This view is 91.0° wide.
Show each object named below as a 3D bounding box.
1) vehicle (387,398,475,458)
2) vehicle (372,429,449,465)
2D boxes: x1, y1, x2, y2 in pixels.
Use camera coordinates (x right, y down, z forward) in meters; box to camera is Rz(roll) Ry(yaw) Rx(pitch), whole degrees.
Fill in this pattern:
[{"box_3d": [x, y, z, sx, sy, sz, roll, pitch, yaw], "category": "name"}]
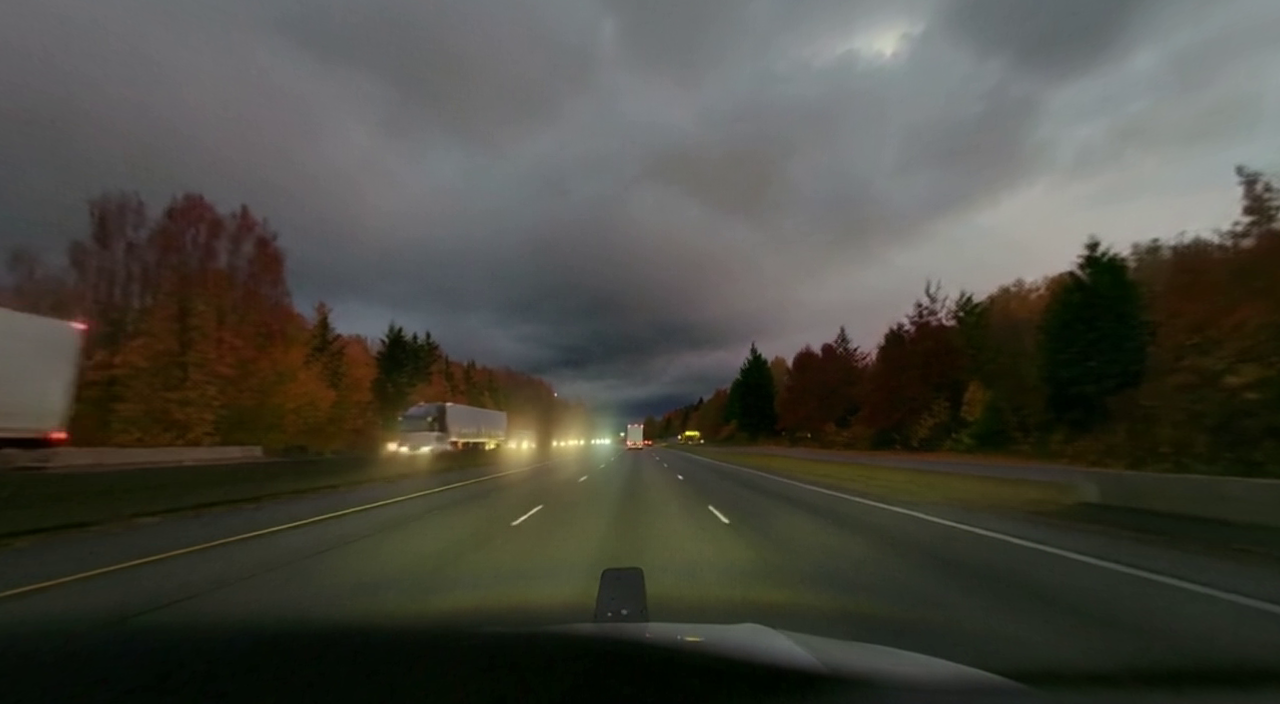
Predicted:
[{"box_3d": [-15.625, 5.922, 48.150, 3.051, 4.038, 10.652, 0, -8, 0], "category": "vehicle"}, {"box_3d": [-11.468, 4.777, 31.806, 2.064, 1.654, 4.828, 0, -8, 0], "category": "vehicle"}]
